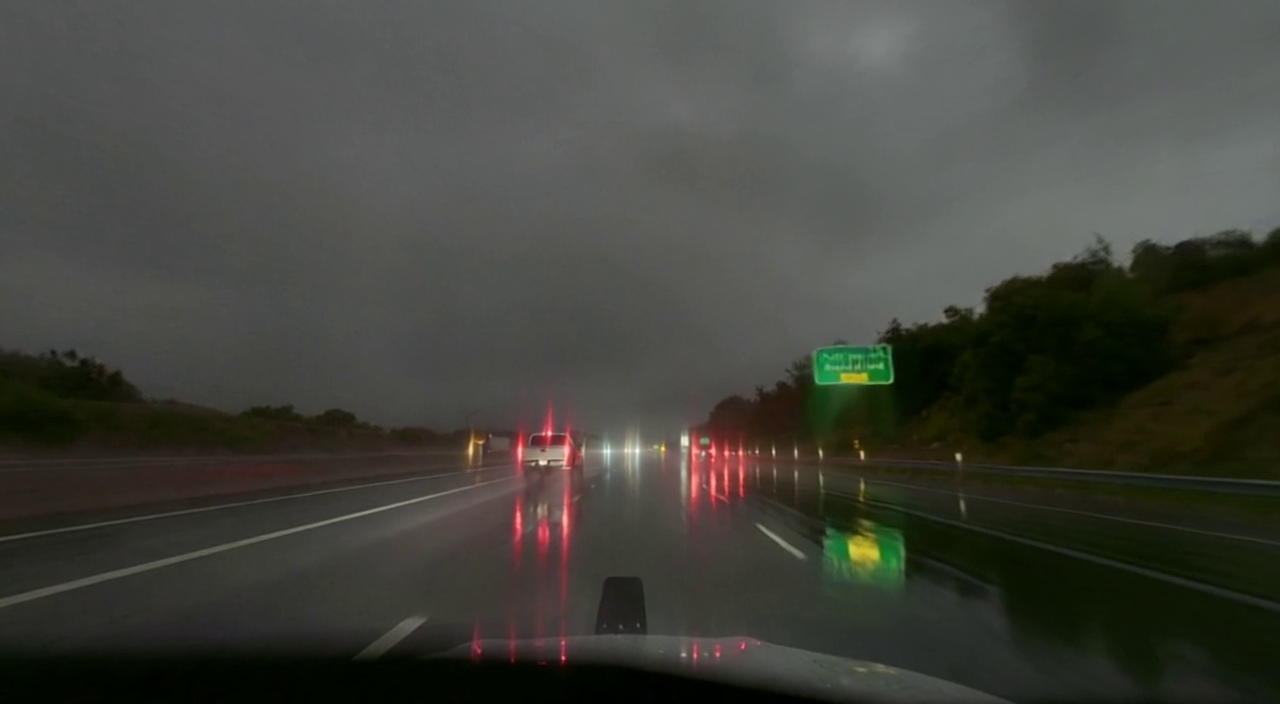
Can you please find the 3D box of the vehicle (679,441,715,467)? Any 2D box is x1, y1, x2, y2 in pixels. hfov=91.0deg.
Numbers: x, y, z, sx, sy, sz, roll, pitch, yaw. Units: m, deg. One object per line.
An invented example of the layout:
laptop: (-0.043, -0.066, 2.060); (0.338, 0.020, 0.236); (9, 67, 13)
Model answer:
vehicle: (3.827, 6.901, 42.825); (2.095, 1.668, 4.135); (0, -9, 1)

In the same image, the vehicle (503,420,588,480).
vehicle: (-3.785, 4.159, 26.789); (2.496, 2.203, 6.317); (0, -9, 1)
